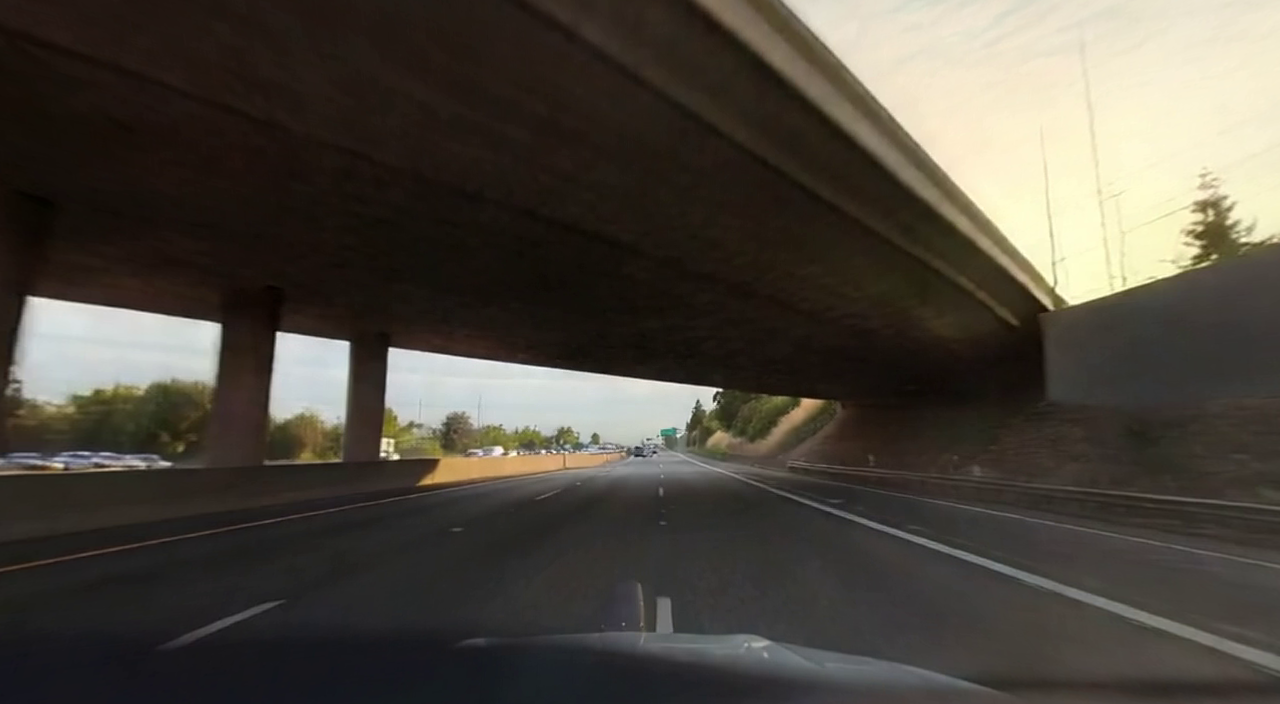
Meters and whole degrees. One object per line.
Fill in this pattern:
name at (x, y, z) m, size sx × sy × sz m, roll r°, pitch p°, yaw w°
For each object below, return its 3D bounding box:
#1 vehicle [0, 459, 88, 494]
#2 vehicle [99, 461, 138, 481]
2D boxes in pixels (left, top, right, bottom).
vehicle at (-30.525, 6.319, 32.235) m, size 1.914 × 1.593 × 4.363 m, roll 3°, pitch -9°, yaw -21°
vehicle at (-41.281, 9.395, 49.859) m, size 3.941 × 1.464 × 1.815 m, roll -9°, pitch -12°, yaw 43°
